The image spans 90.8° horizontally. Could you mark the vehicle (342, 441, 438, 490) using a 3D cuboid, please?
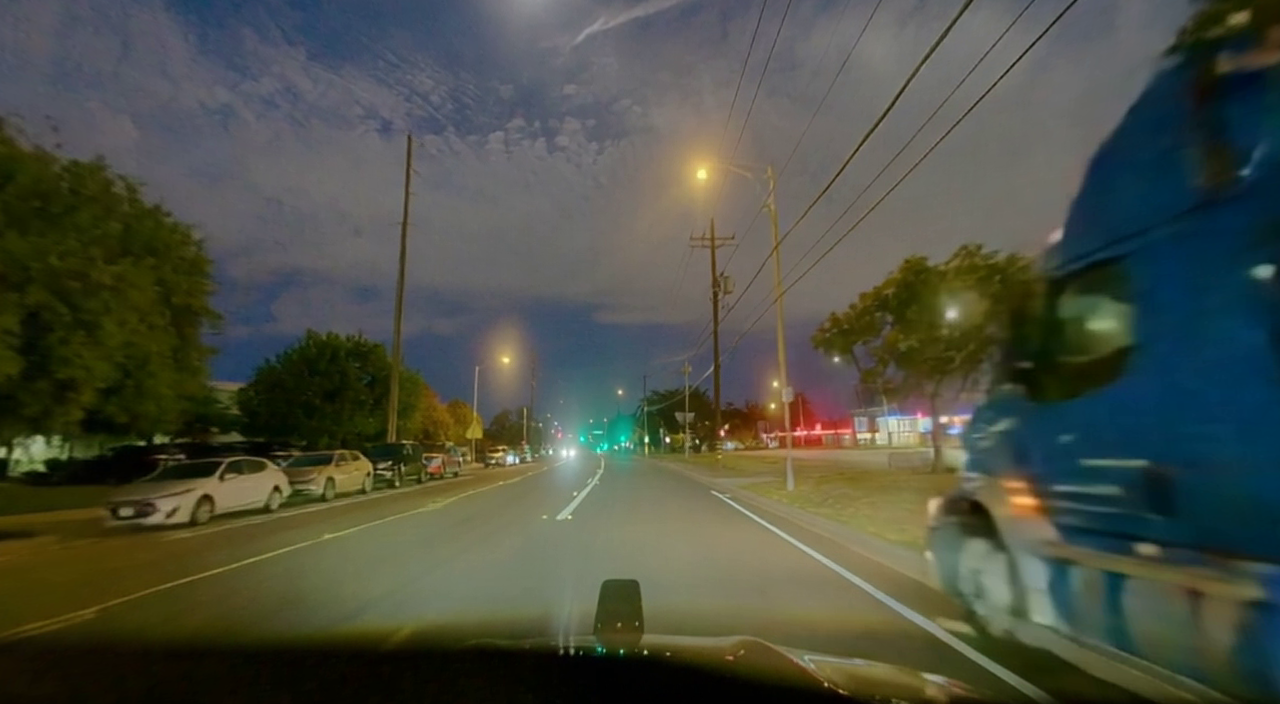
[{"bbox_3d":[-9.539,4.351,24.545,2.027,1.719,4.575,0,-9,-3],"label":"vehicle"}]

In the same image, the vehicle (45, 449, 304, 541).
[{"bbox_3d":[-8.957,2.729,12.832,1.939,1.480,4.632,1,-9,-4],"label":"vehicle"}]

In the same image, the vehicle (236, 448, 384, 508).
[{"bbox_3d":[-9.216,3.520,18.204,1.878,1.471,4.698,0,-9,-2],"label":"vehicle"}]

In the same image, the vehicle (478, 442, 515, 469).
[{"bbox_3d":[-10.604,7.697,47.145,2.016,1.872,5.297,1,-9,-6],"label":"vehicle"}]
